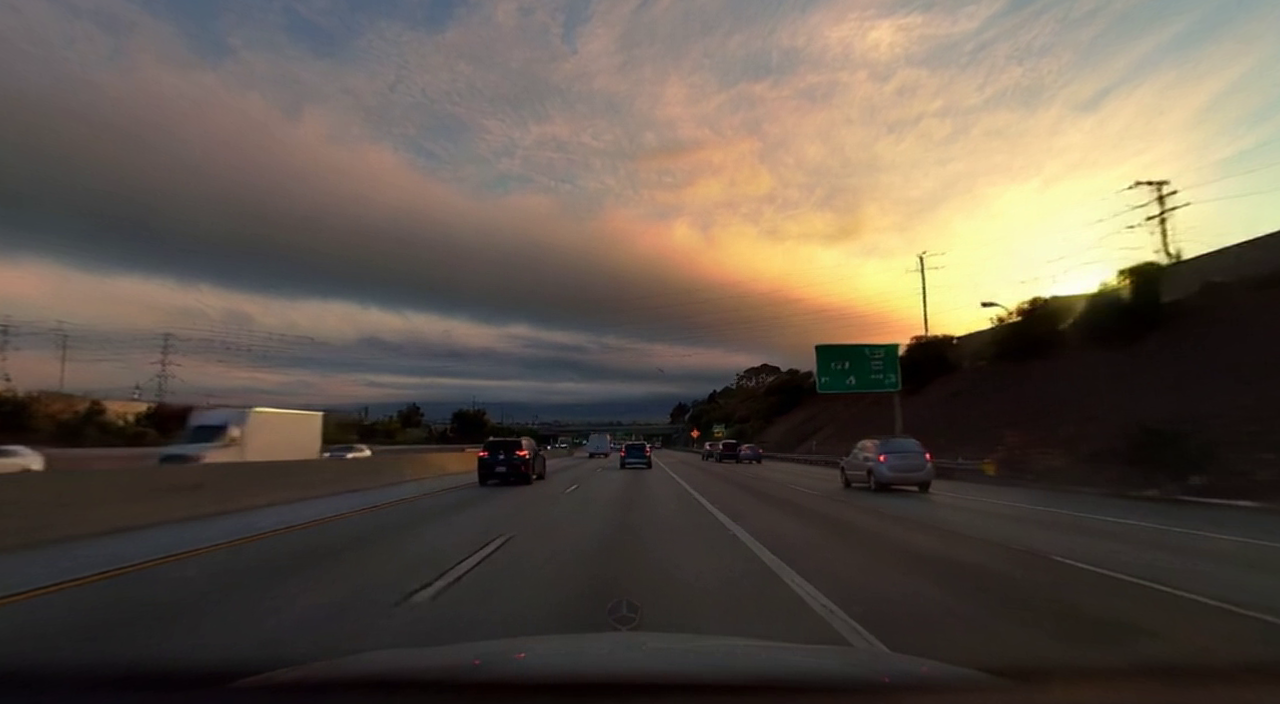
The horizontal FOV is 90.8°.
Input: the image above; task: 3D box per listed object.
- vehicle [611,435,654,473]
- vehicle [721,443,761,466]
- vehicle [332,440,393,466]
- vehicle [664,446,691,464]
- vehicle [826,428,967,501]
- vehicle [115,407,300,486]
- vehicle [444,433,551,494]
[{"bbox_3d":[-0.366,5.082,31.686,2.002,1.759,4.658,0,-8,0],"label":"vehicle"},{"bbox_3d":[6.714,6.898,42.567,1.879,1.428,4.402,0,-9,-1],"label":"vehicle"},{"bbox_3d":[-21.387,7.812,48.954,2.093,1.851,5.667,0,-8,0],"label":"vehicle"},{"bbox_3d":[2.910,8.085,49.803,1.816,1.353,3.809,0,-8,-1],"label":"vehicle"},{"bbox_3d":[6.574,2.927,16.779,1.944,1.666,4.184,0,-9,0],"label":"vehicle"},{"bbox_3d":[-13.671,3.063,20.511,2.393,2.225,4.996,0,-9,0],"label":"vehicle"},{"bbox_3d":[-4.188,3.354,19.443,2.126,1.631,4.643,0,-9,1],"label":"vehicle"}]
